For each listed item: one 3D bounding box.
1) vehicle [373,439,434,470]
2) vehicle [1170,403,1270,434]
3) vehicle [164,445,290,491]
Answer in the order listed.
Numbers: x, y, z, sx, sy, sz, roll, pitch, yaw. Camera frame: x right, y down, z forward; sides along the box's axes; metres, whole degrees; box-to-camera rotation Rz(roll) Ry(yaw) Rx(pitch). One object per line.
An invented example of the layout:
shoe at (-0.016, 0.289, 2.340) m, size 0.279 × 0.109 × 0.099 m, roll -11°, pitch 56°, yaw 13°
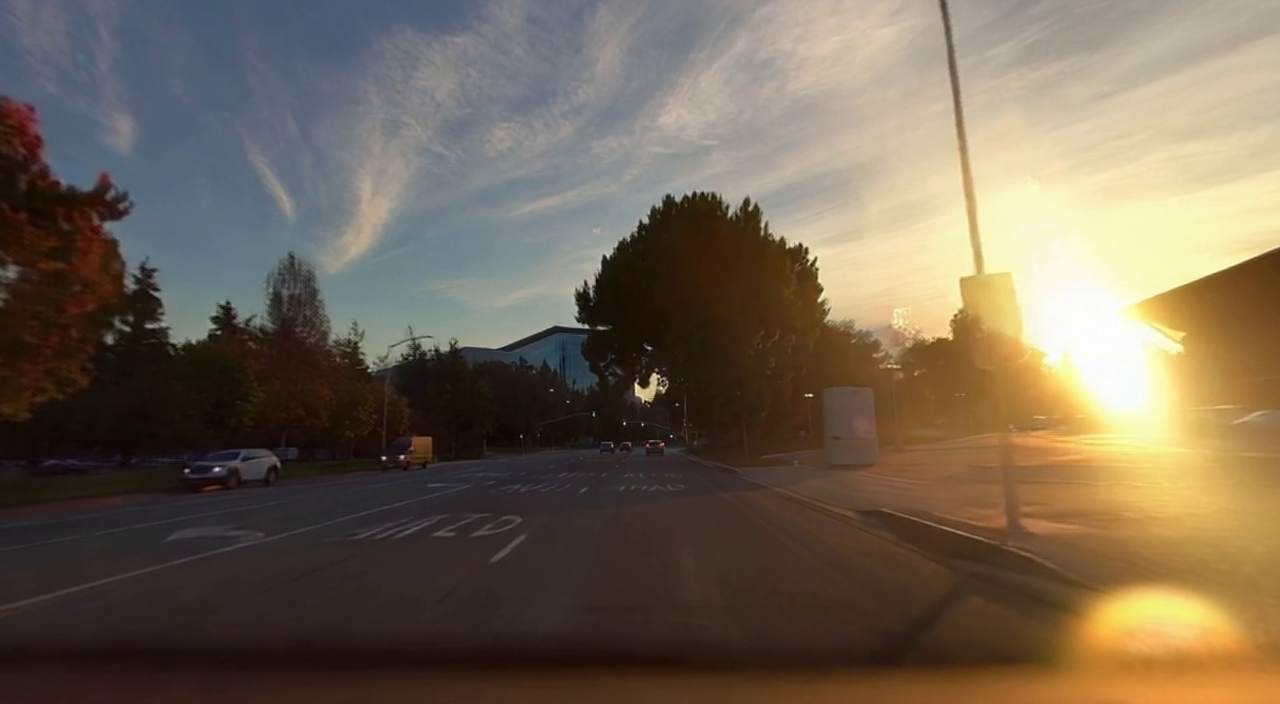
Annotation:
vehicle at (-17.154, 7.429, 45.842) m, size 2.331 × 2.109 × 5.400 m, roll 0°, pitch -8°, yaw 0°
vehicle at (39.858, 4.659, 43.342) m, size 1.882 × 1.686 × 5.050 m, roll -2°, pitch -10°, yaw -3°
vehicle at (-17.297, 4.840, 26.638) m, size 2.112 × 1.754 × 4.740 m, roll 0°, pitch -8°, yaw 0°
